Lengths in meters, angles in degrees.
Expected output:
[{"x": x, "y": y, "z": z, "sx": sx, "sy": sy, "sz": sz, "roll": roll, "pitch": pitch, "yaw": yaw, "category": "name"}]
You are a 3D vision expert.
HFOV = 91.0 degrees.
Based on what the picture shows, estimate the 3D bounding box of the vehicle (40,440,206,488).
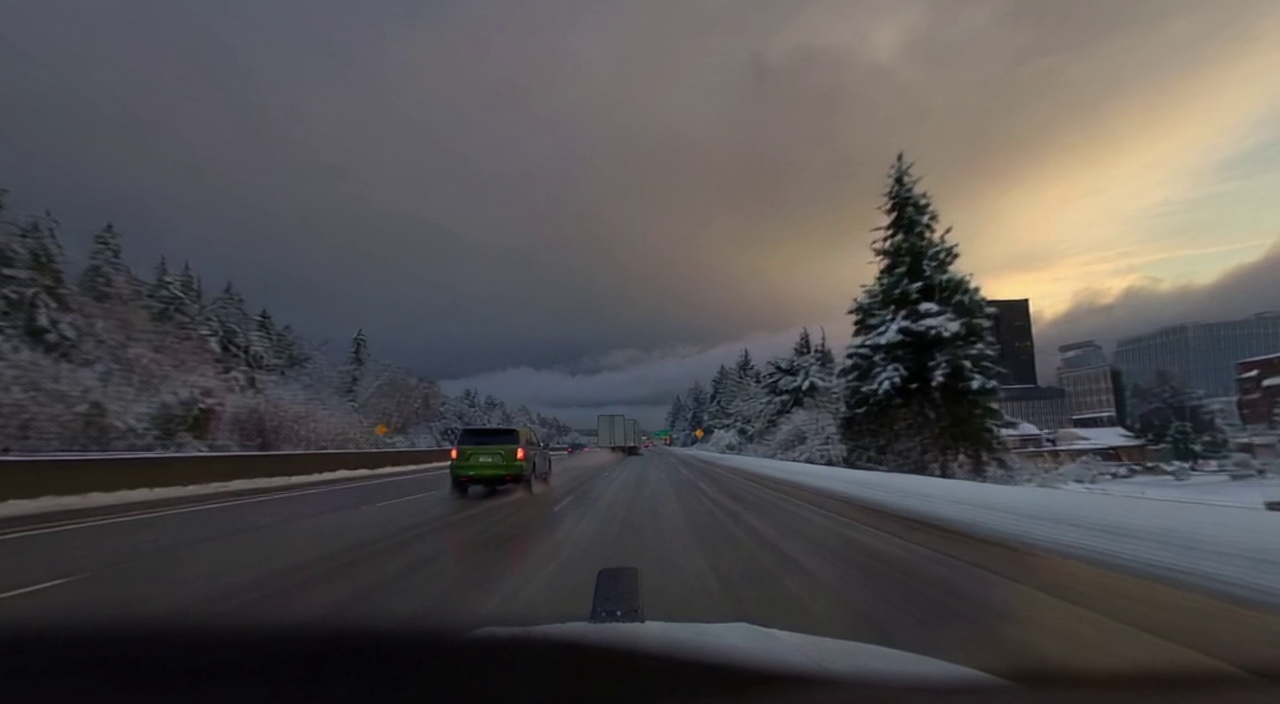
[{"x": -18.002, "y": 3.902, "z": 22.309, "sx": 1.965, "sy": 1.503, "sz": 4.579, "roll": 1, "pitch": -9, "yaw": 0, "category": "vehicle"}]

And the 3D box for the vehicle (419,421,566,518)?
[{"x": -2.978, "y": 2.494, "z": 13.825, "sx": 2.111, "sy": 1.742, "sz": 4.315, "roll": 0, "pitch": -9, "yaw": 1, "category": "vehicle"}]
